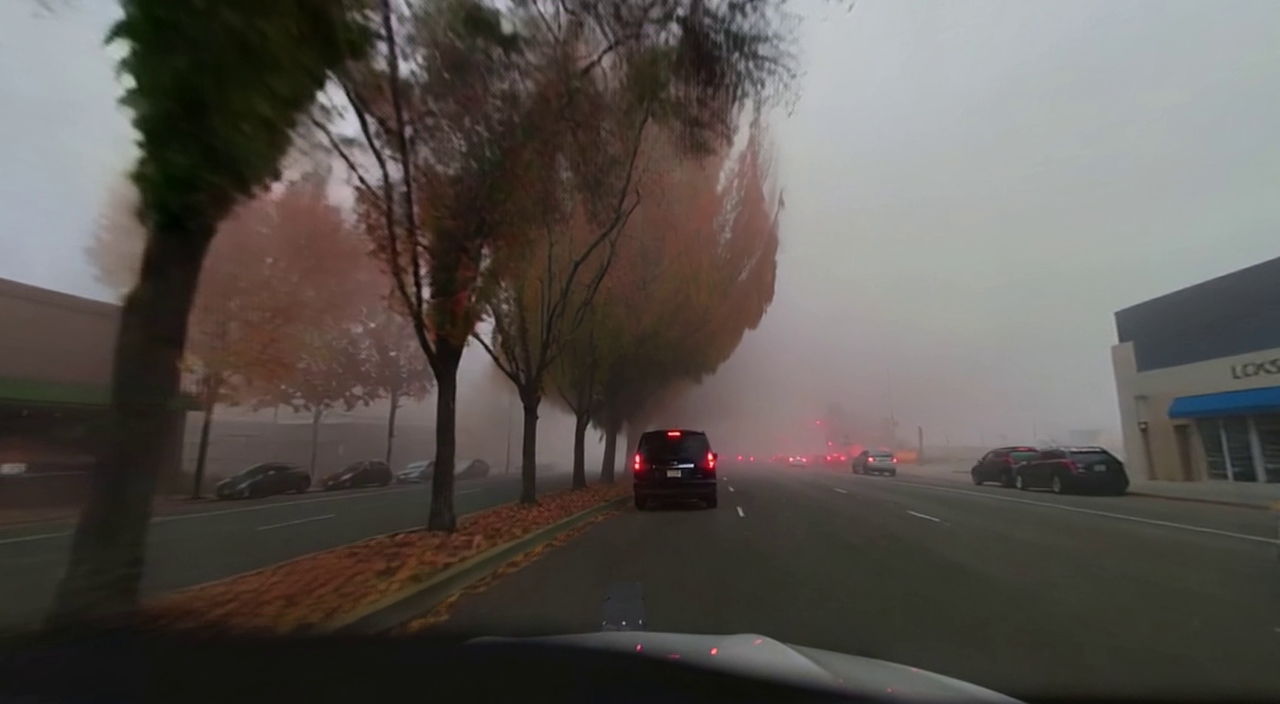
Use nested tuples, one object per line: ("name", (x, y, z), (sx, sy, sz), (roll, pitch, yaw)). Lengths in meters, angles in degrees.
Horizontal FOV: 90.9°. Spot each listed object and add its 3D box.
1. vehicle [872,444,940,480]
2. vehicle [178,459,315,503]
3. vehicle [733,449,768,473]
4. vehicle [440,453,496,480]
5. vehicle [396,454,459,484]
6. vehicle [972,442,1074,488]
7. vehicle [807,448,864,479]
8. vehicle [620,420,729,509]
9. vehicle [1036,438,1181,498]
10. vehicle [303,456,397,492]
("vehicle", (13.862, 5.716, 33.139), (2.040, 1.738, 4.414), (-1, -9, 6))
("vehicle", (-14.108, 4.620, 22.951), (1.797, 1.351, 4.300), (-1, -9, 8))
("vehicle", (8.171, 8.049, 46.850), (2.249, 1.621, 3.978), (-1, -9, 6))
("vehicle", (-11.526, 7.696, 42.642), (1.921, 1.621, 4.930), (-1, -9, 6))
("vehicle", (-12.380, 6.815, 37.036), (1.947, 1.558, 4.065), (-1, -9, 5))
("vehicle", (16.018, 4.712, 26.688), (1.938, 1.755, 4.415), (-1, -9, 7))
("vehicle", (9.947, 5.675, 32.419), (1.886, 1.464, 4.290), (-1, -9, 6))
("vehicle", (1.029, 2.759, 15.897), (2.344, 1.863, 4.665), (-1, -9, 7))
("vehicle", (15.489, 3.821, 21.165), (2.076, 1.759, 3.970), (-1, -9, 7))
("vehicle", (-13.210, 5.565, 29.067), (1.877, 1.445, 4.436), (-1, -9, 6))
